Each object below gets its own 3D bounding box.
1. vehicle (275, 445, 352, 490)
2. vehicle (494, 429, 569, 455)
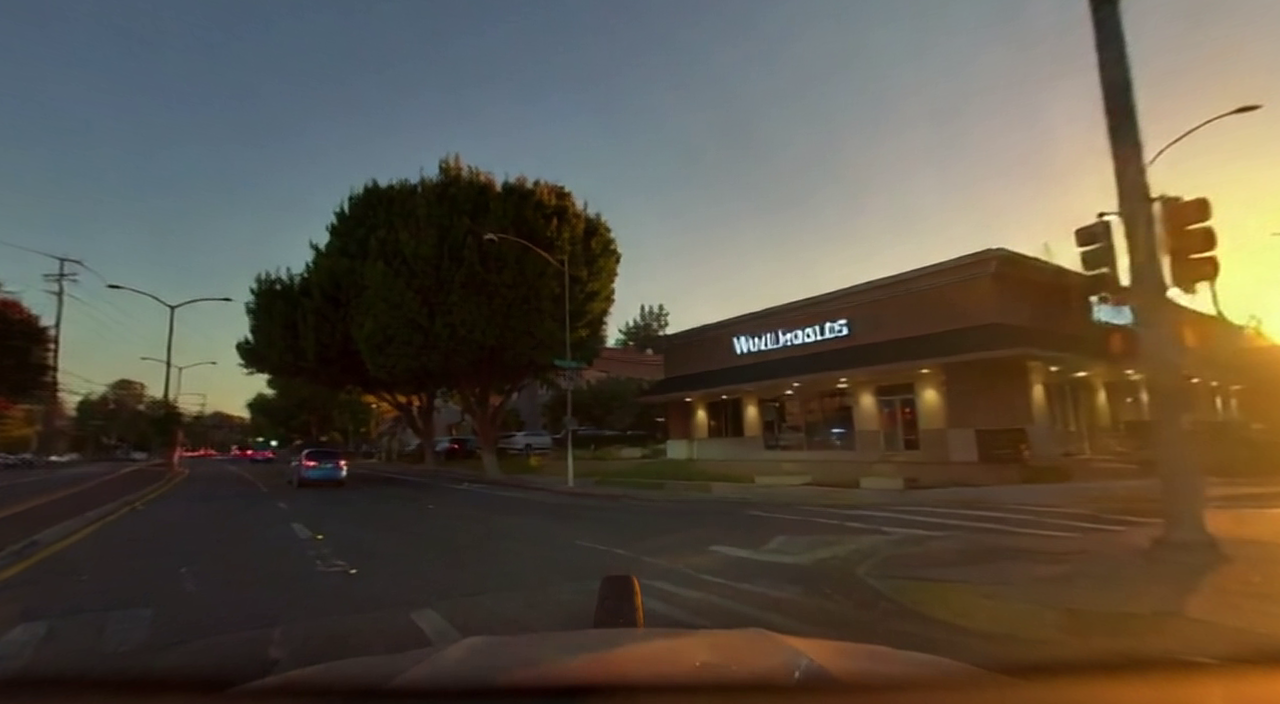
[{"bbox_3d":[-13.588,4.713,26.171,2.197,1.642,4.312,6,-10,-34],"label":"vehicle"},{"bbox_3d":[-7.880,6.582,46.125,4.851,1.737,2.189,6,-10,-36],"label":"vehicle"}]
